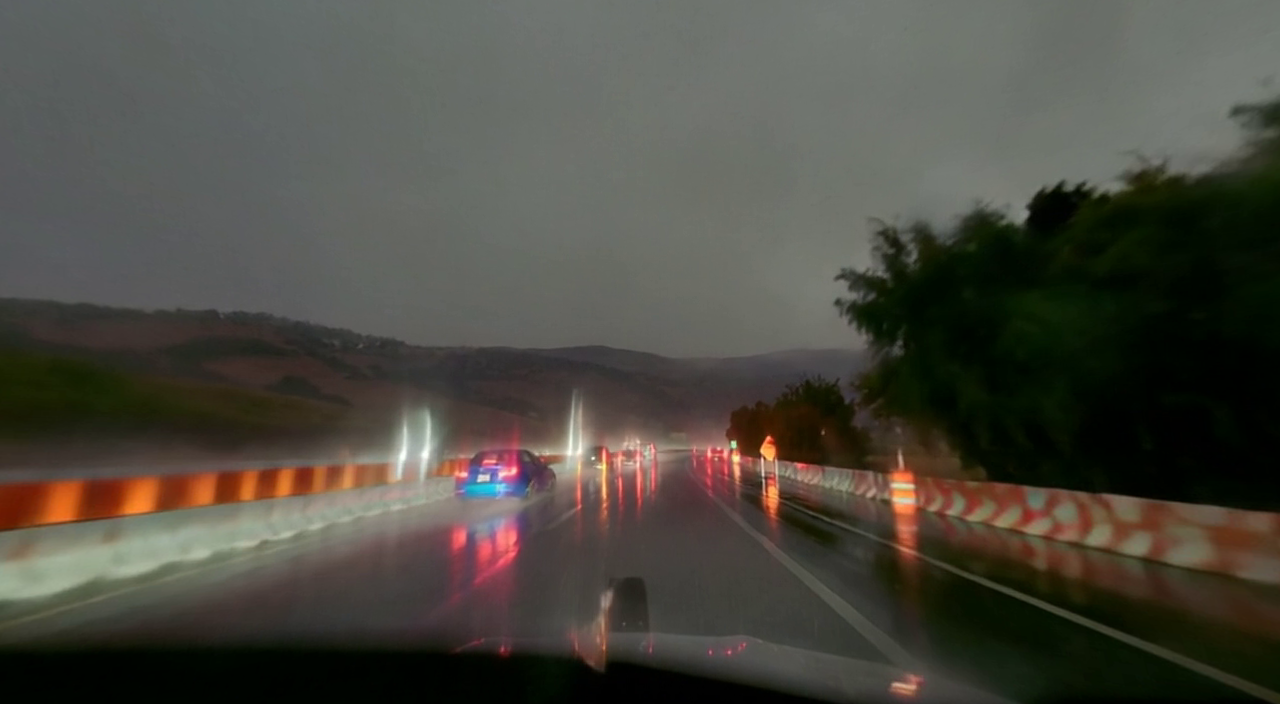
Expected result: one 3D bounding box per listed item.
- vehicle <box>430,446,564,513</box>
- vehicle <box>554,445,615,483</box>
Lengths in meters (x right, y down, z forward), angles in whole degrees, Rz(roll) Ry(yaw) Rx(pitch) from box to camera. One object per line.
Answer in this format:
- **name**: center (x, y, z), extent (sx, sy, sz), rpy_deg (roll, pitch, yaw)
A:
- **vehicle**: center (-3.115, 2.882, 14.662), extent (2.061, 1.330, 3.928), rpy_deg (0, -9, 2)
- **vehicle**: center (-2.302, 4.794, 27.253), extent (2.094, 1.480, 4.124), rpy_deg (-1, -9, 3)
